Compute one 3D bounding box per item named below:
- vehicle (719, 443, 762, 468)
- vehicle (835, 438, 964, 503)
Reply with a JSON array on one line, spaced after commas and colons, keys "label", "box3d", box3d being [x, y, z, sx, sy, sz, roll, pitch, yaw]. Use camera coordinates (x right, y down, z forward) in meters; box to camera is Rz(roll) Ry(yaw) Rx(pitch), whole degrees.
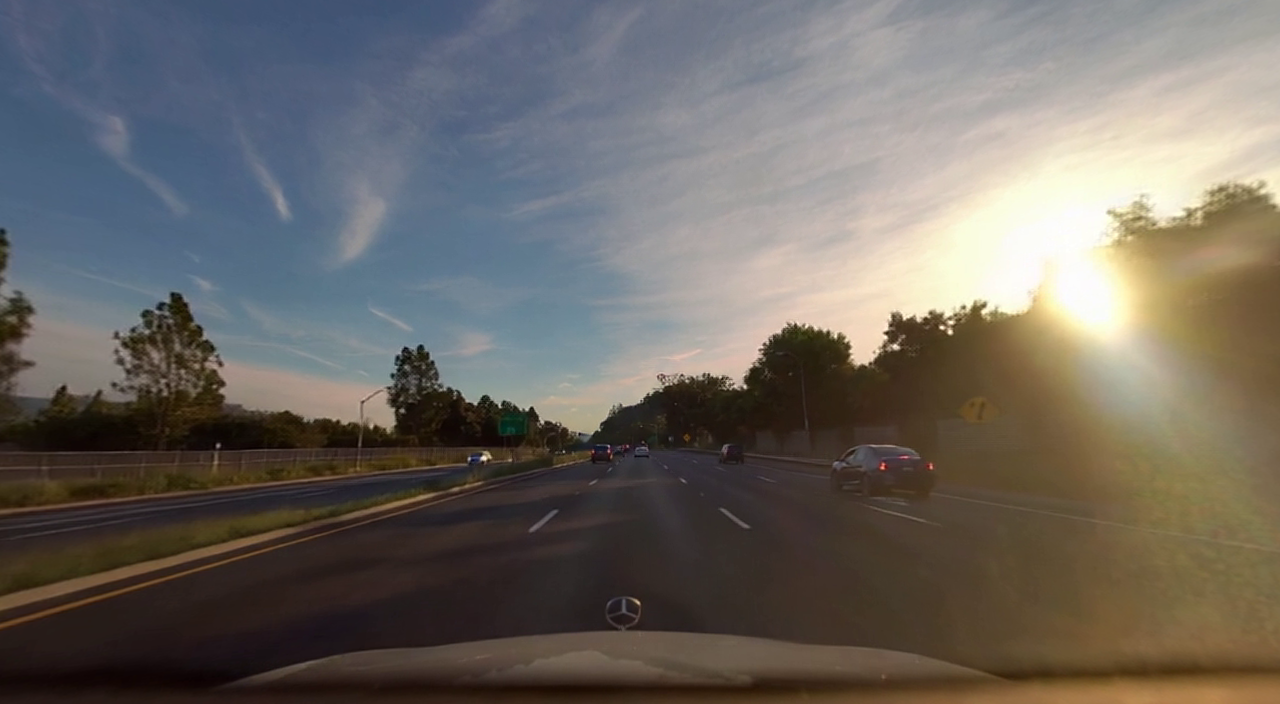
[{"label": "vehicle", "box3d": [6.620, 6.866, 42.086, 1.987, 1.597, 4.463, 0, -8, -2]}, {"label": "vehicle", "box3d": [6.781, 3.095, 16.952, 1.838, 1.518, 3.713, 0, -8, 0]}]
